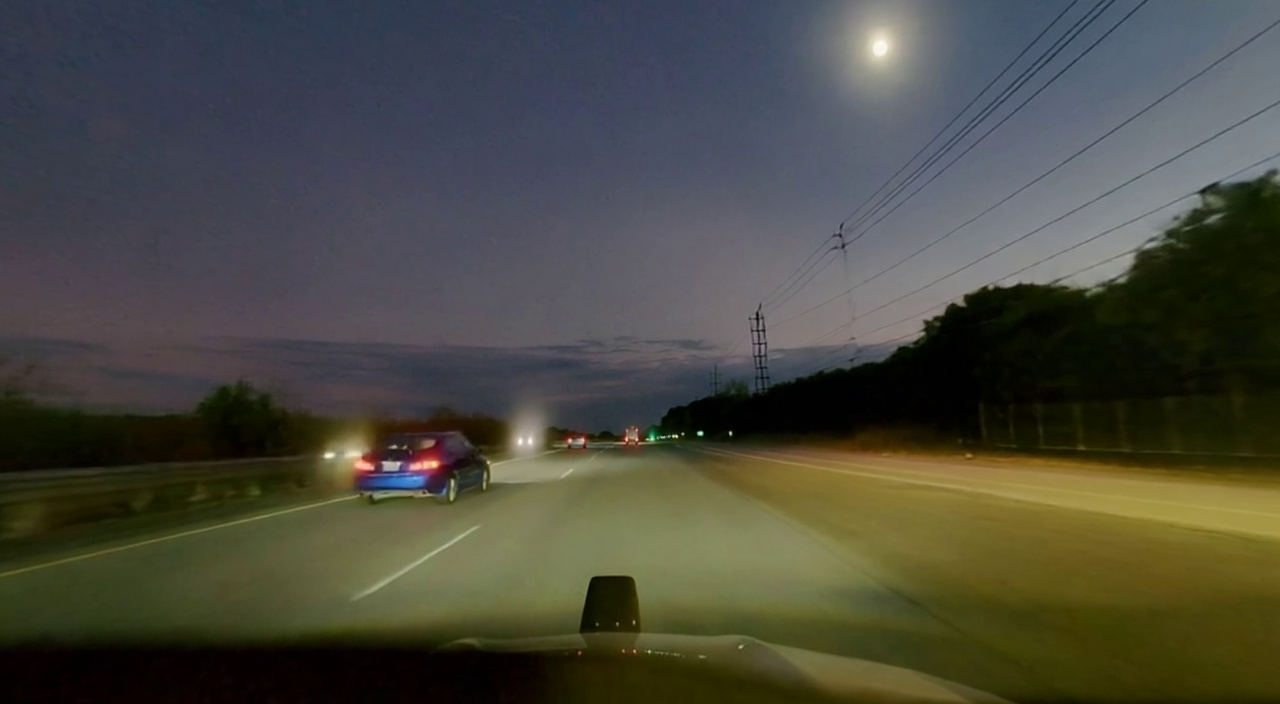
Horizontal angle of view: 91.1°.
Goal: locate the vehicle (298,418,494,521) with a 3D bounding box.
[{"bbox_3d":[-4.283,2.103,11.899,2.023,1.580,4.259,0,-8,-1],"label":"vehicle"}]
